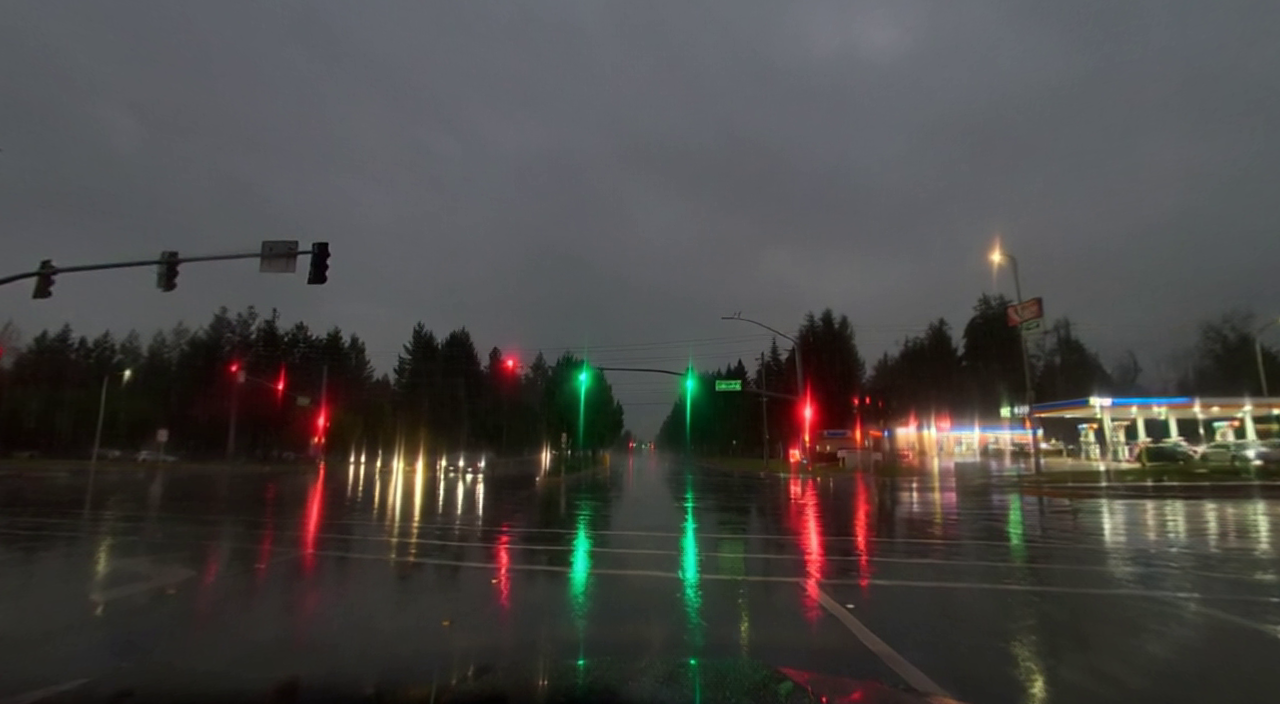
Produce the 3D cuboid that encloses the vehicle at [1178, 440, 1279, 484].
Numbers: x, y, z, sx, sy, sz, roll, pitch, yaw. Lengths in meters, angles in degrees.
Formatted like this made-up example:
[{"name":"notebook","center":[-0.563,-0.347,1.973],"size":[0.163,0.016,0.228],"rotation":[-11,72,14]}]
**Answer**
[{"name":"vehicle","center":[22.092,3.786,21.834],"size":[4.716,1.455,2.060],"rotation":[-3,-9,17]}]
